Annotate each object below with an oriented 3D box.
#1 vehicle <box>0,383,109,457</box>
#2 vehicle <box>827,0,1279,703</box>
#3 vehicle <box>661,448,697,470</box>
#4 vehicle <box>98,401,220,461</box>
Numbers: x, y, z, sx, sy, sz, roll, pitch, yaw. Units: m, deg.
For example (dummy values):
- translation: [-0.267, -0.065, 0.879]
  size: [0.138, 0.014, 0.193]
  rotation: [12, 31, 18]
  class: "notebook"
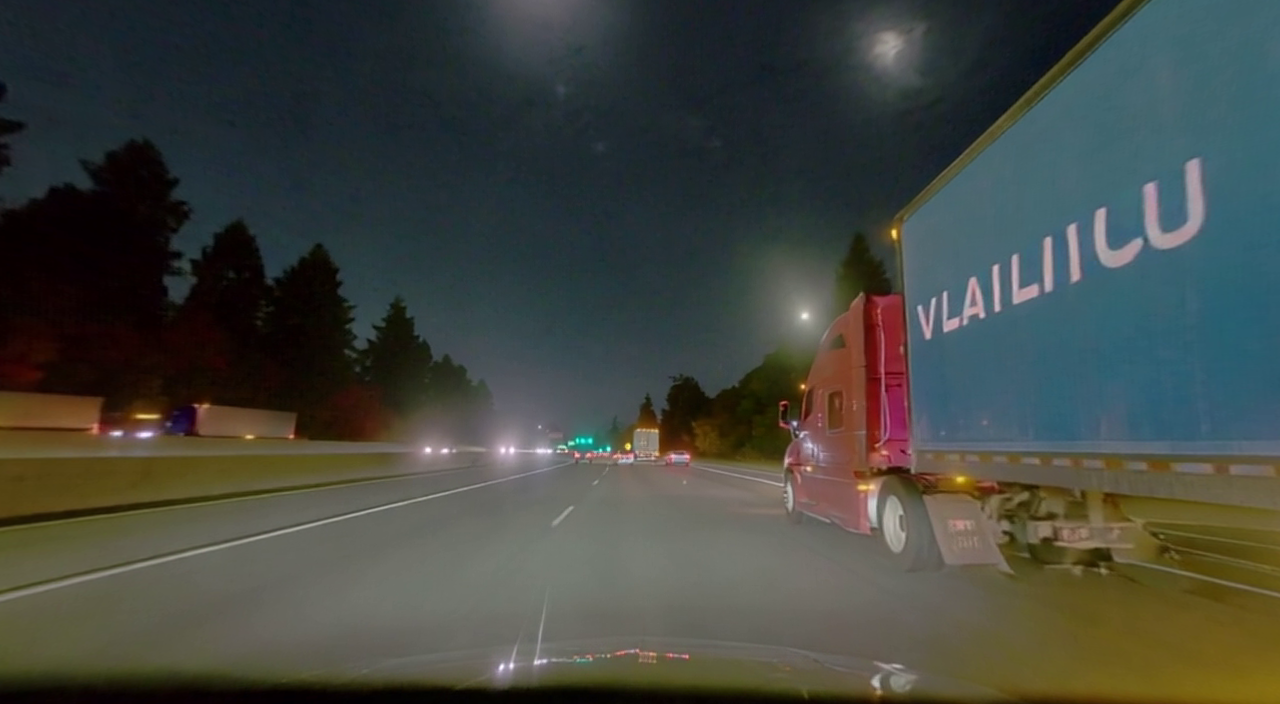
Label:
- translation: [-34.509, 3.775, 34.185]
  size: [2.721, 3.792, 9.308]
  rotation: [-1, -9, 4]
  class: "vehicle"
- translation: [4.268, -0.332, 1.813]
  size: [2.847, 4.075, 14.244]
  rotation: [0, -9, -1]
  class: "vehicle"
- translation: [2.978, 8.369, 49.389]
  size: [2.246, 1.583, 4.813]
  rotation: [0, -9, -3]
  class: "vehicle"
- translation: [-34.061, 5.724, 45.069]
  size: [2.964, 3.947, 6.858]
  rotation: [0, -9, 2]
  class: "vehicle"
